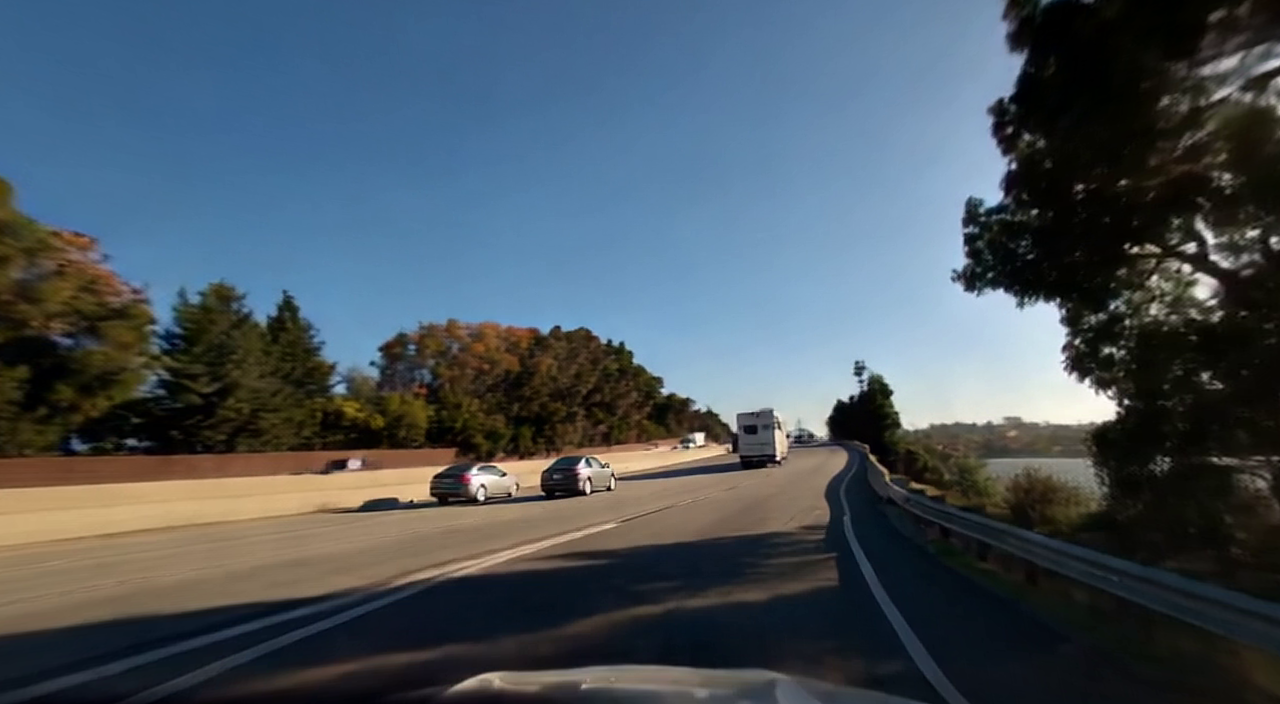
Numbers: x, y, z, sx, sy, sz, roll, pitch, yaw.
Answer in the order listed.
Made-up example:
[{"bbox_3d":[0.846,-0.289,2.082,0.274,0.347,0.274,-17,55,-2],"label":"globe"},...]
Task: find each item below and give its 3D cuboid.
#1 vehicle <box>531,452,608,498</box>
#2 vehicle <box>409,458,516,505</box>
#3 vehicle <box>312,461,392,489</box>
[{"bbox_3d":[-2.590,4.601,23.860,1.778,1.560,3.030,-3,-9,19],"label":"vehicle"},{"bbox_3d":[-6.621,4.874,24.054,1.872,1.536,4.134,-3,-9,18],"label":"vehicle"},{"bbox_3d":[-15.660,6.689,34.505,1.763,1.387,3.841,-3,-9,18],"label":"vehicle"}]
